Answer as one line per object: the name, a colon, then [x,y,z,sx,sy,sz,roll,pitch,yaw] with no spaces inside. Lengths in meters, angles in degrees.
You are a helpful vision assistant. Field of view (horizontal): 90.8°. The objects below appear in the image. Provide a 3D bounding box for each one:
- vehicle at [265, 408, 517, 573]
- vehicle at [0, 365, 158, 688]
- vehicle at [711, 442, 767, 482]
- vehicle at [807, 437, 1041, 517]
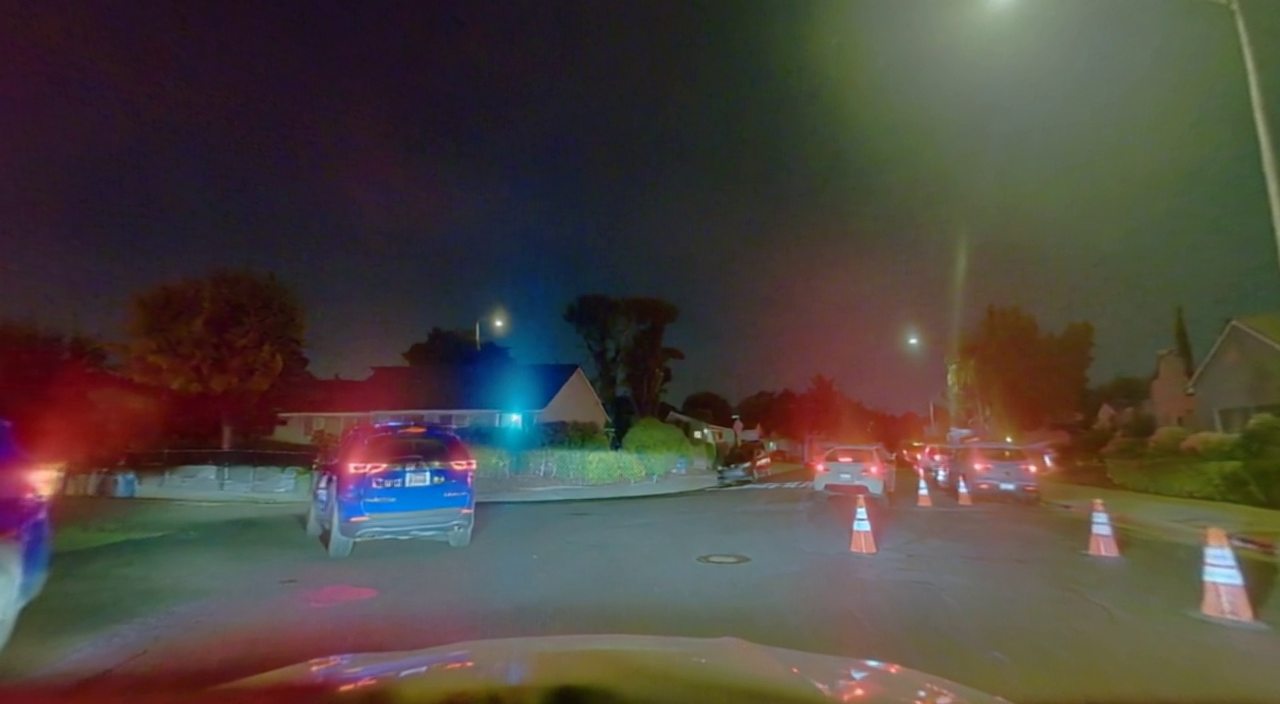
vehicle: [-3.773,1.824,9.158,2.350,1.748,4.094,6,-10,-36]
vehicle: [-4.819,0.868,2.547,2.471,1.892,4.952,1,-9,-10]
vehicle: [4.811,5.188,30.241,2.014,1.742,4.297,-3,-9,16]
vehicle: [6.621,2.850,14.925,4.656,1.577,2.099,1,-8,-15]
